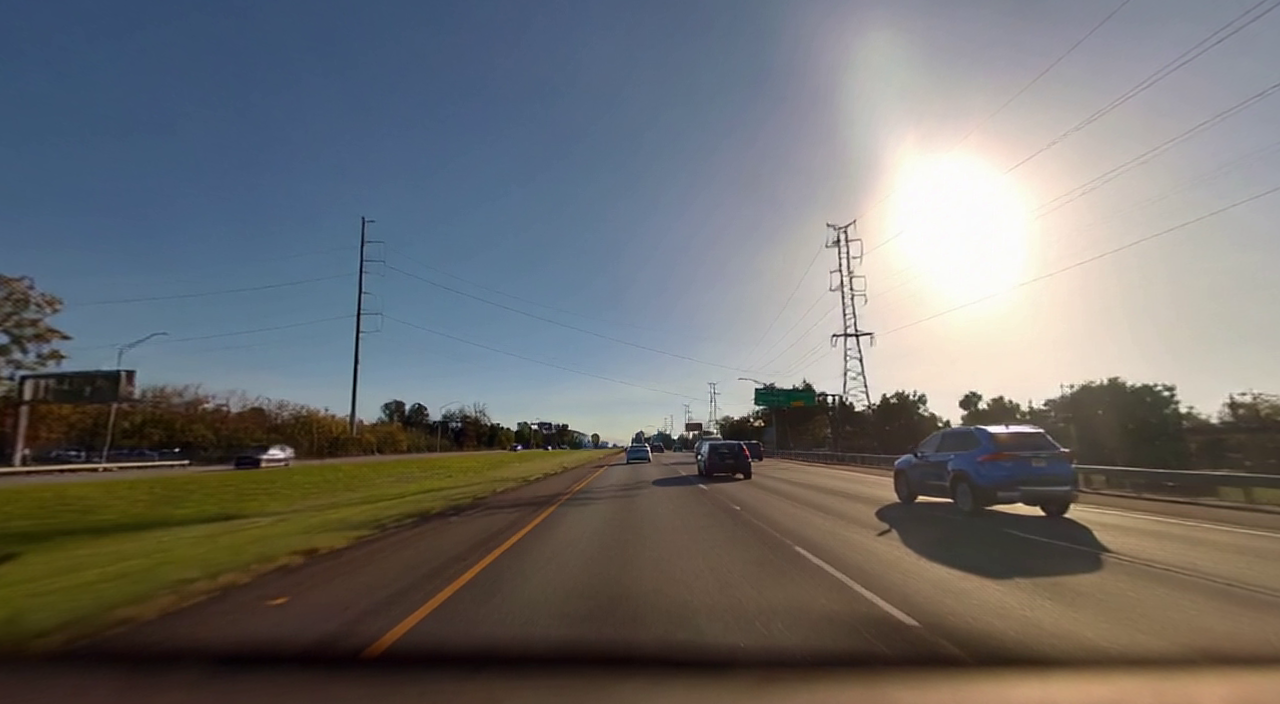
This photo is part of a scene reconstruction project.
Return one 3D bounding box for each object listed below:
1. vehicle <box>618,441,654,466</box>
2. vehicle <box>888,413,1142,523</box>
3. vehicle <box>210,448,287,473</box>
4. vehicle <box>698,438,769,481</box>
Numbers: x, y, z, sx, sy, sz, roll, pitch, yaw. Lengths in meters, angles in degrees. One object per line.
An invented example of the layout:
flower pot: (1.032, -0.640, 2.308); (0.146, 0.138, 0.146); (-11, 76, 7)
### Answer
vehicle: (-0.284, 6.270, 39.125); (2.085, 1.449, 3.860); (0, -8, -1)
vehicle: (7.126, 2.261, 12.843); (2.114, 1.800, 4.779); (0, -8, -1)
vehicle: (-24.949, 6.891, 40.517); (1.864, 1.444, 4.875); (0, -8, -1)
vehicle: (3.550, 4.172, 24.831); (1.978, 1.488, 4.252); (0, -8, -2)
